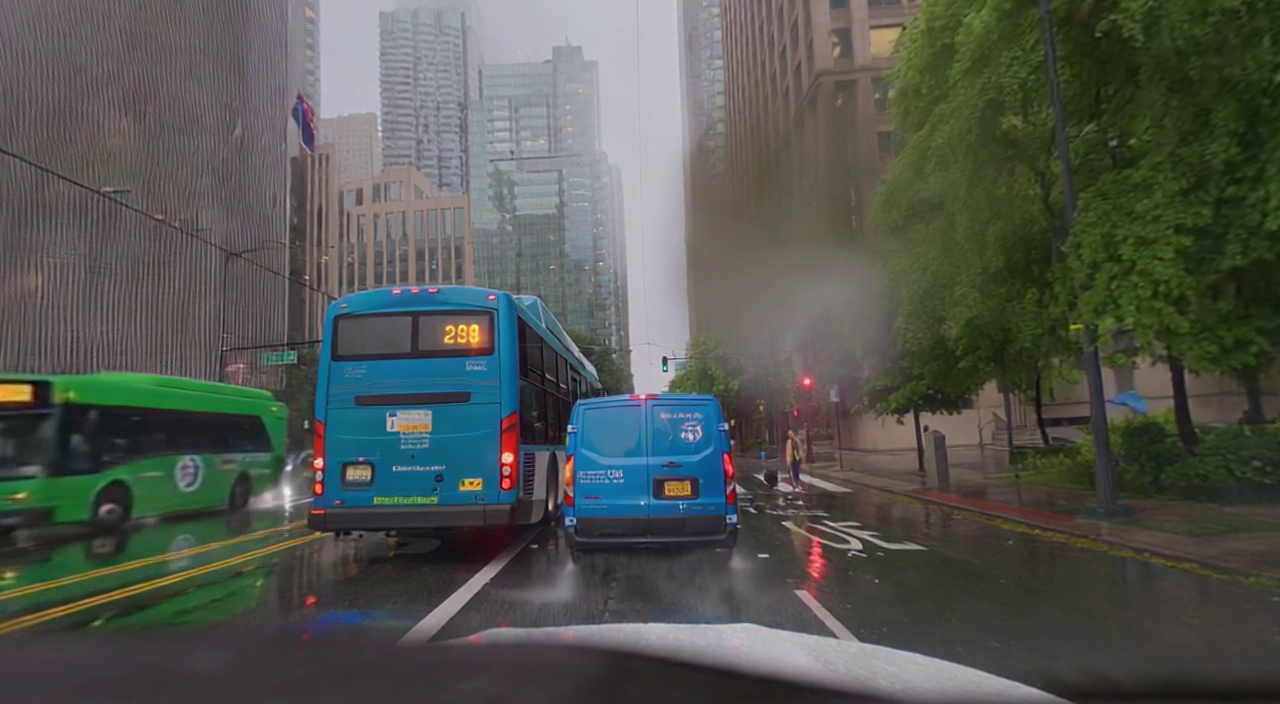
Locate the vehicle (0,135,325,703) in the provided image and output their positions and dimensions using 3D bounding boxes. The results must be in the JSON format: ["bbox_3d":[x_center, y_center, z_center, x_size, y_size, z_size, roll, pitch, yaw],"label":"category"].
[{"bbox_3d":[-2.740,0.319,0.183,2.329,2.089,5.659,0,-9,0],"label":"vehicle"}]

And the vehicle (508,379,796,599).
[{"bbox_3d":[0.136,1.521,7.736,2.500,1.912,4.270,0,-9,1],"label":"vehicle"}]

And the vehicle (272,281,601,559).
[{"bbox_3d":[-2.898,1.813,14.627,3.042,3.445,13.615,0,-9,0],"label":"vehicle"}]
